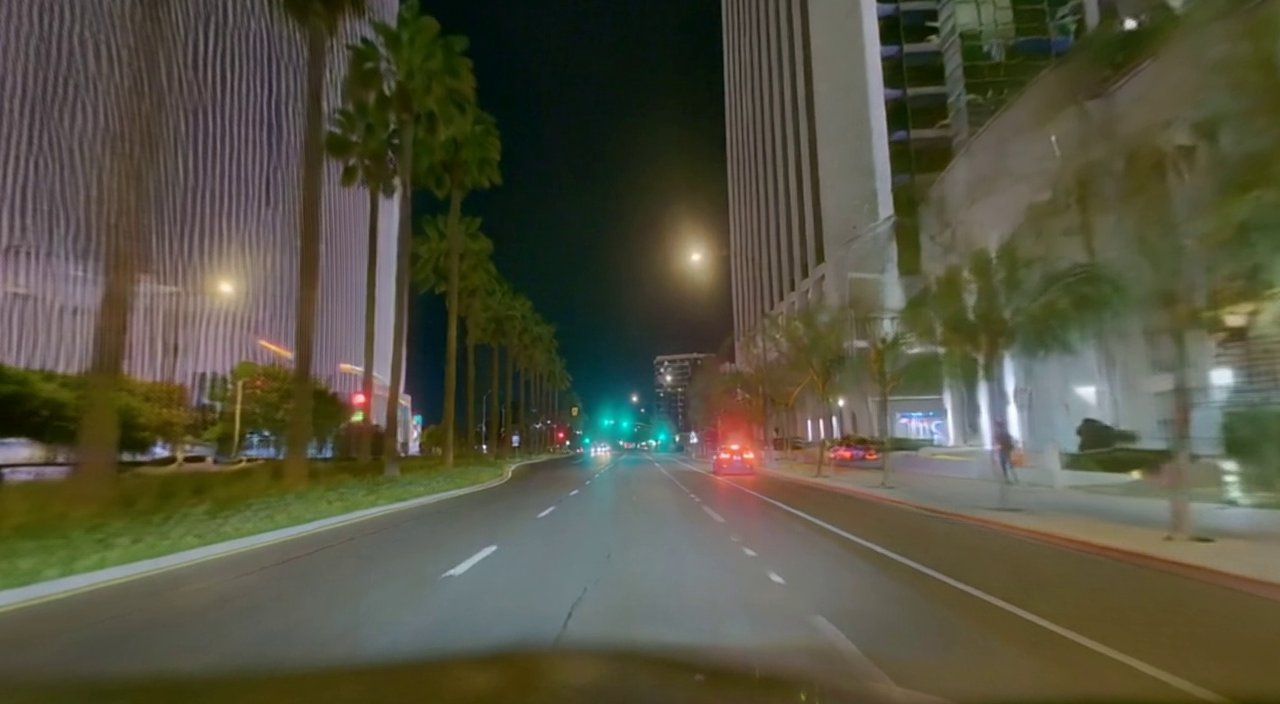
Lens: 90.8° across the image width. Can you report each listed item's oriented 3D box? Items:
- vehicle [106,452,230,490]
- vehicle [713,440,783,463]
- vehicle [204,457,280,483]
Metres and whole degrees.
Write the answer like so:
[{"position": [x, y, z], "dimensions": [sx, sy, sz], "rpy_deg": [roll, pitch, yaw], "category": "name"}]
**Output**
[{"position": [-24.624, 6.192, 33.360], "dimensions": [2.062, 1.765, 5.897], "rpy_deg": [0, -9, -1], "category": "vehicle"}, {"position": [8.210, 7.639, 48.399], "dimensions": [4.871, 1.708, 2.144], "rpy_deg": [0, -9, -2], "category": "vehicle"}, {"position": [-24.237, 7.183, 38.693], "dimensions": [1.751, 1.424, 4.506], "rpy_deg": [0, -9, -1], "category": "vehicle"}]
